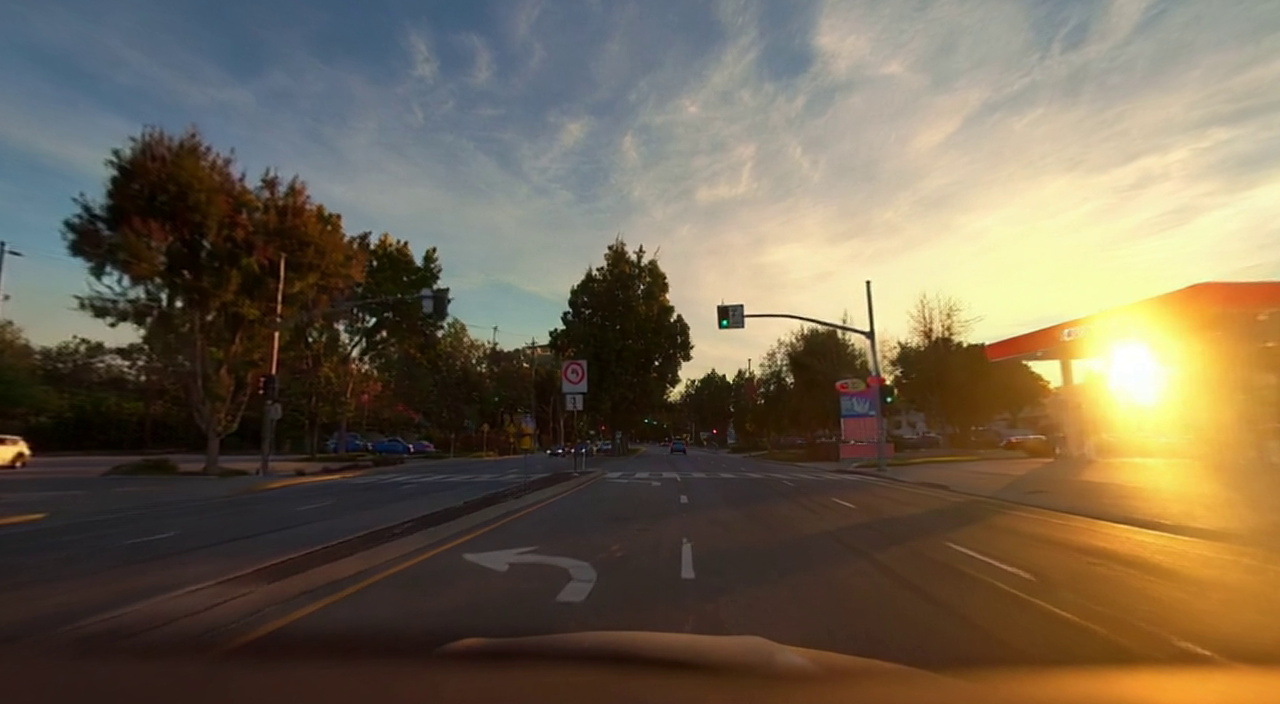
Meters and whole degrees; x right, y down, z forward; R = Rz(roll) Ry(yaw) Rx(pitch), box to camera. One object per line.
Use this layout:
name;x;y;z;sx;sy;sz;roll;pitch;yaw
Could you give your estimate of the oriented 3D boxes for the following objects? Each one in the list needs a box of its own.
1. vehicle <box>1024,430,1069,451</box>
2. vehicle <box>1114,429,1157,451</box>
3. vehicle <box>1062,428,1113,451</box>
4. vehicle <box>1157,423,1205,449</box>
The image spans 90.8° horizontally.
vehicle;31.147;6.805;48.362;4.406;1.480;1.815;8;-12;-44
vehicle;34.702;6.169;44.218;3.931;1.422;1.771;8;-12;-44
vehicle;32.823;6.405;46.269;4.355;1.561;2.103;8;-10;-43
vehicle;36.801;5.758;42.955;3.928;1.684;1.912;8;-12;-43
